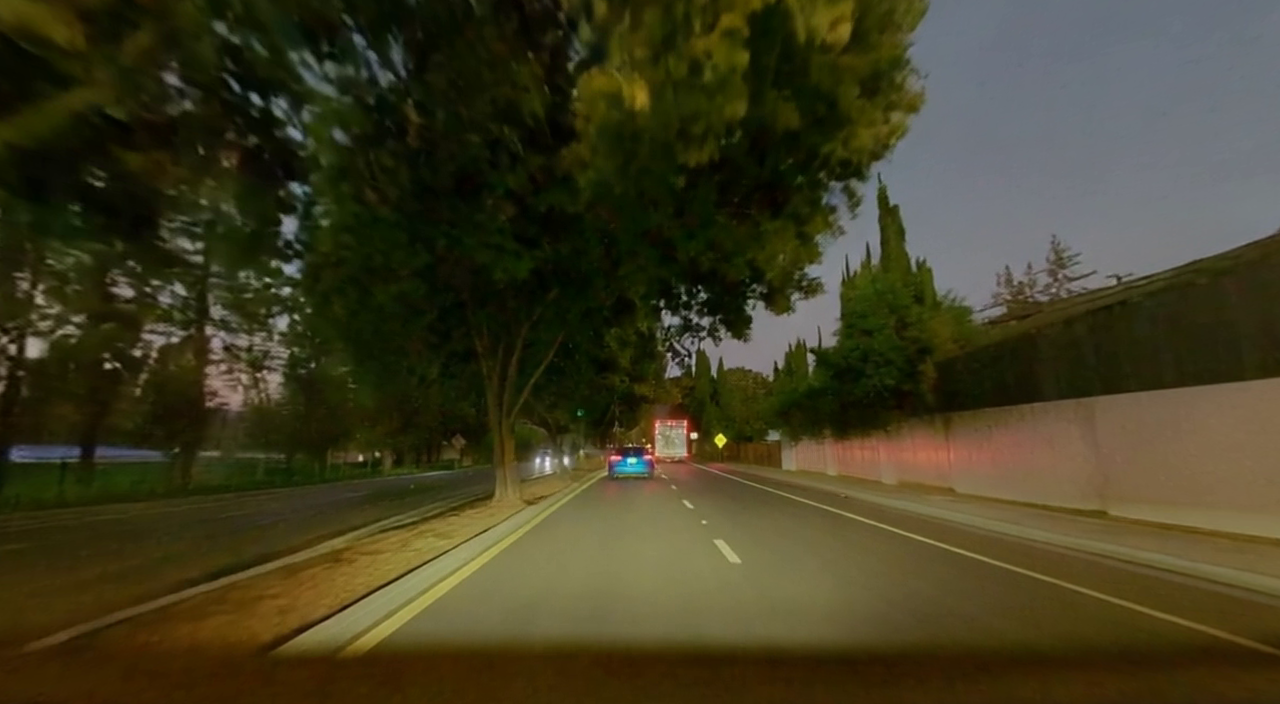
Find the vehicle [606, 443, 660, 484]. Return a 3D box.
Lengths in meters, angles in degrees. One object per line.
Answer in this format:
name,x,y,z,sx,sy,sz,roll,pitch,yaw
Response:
vehicle,-0.278,4.449,25.598,2.018,1.511,3.993,0,-8,0
